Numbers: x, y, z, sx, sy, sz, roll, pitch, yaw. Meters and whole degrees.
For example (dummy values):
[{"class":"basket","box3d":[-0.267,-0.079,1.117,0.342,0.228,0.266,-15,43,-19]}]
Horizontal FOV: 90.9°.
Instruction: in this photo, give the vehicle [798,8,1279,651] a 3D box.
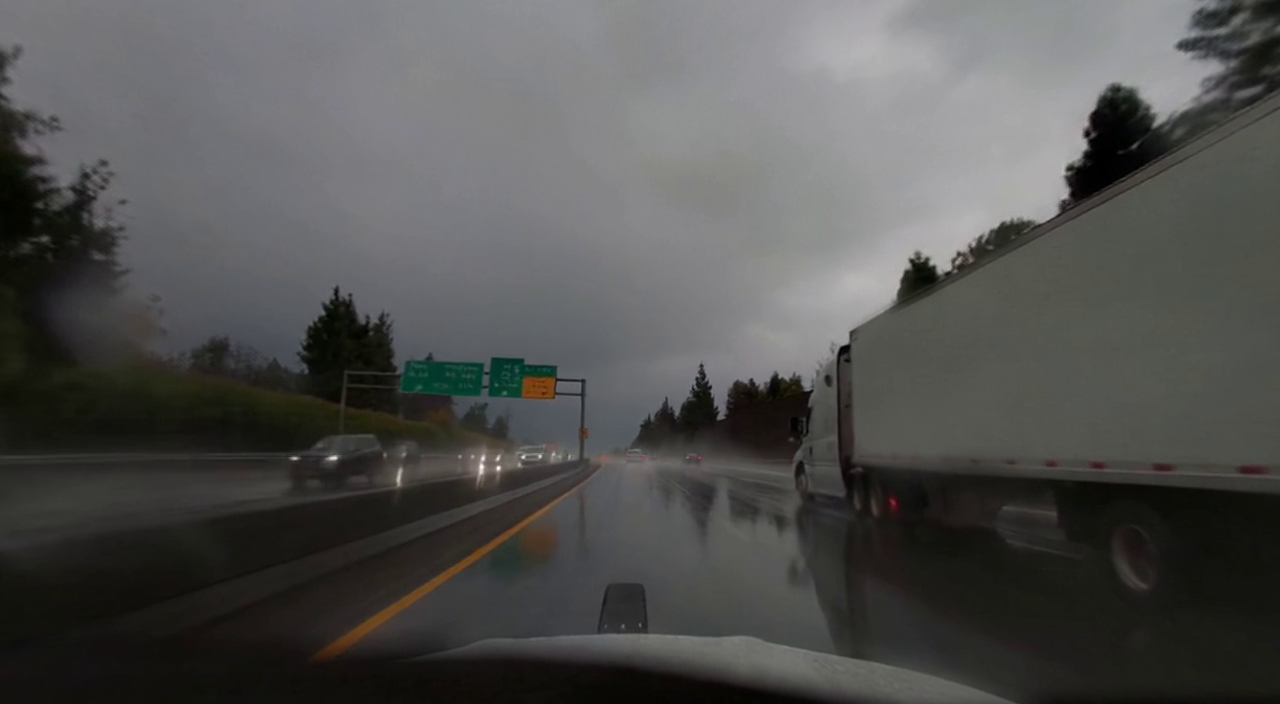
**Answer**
[{"class":"vehicle","box3d":[5.635,0.812,10.093,2.890,4.006,14.039,-1,-9,1]}]

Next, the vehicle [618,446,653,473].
[{"class":"vehicle","box3d":[-0.270,6.675,39.213,2.111,1.599,3.859,0,-9,0]}]

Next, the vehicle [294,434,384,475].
[{"class":"vehicle","box3d":[-12.147,4.151,25.703,1.778,1.524,3.800,0,-9,0]}]
